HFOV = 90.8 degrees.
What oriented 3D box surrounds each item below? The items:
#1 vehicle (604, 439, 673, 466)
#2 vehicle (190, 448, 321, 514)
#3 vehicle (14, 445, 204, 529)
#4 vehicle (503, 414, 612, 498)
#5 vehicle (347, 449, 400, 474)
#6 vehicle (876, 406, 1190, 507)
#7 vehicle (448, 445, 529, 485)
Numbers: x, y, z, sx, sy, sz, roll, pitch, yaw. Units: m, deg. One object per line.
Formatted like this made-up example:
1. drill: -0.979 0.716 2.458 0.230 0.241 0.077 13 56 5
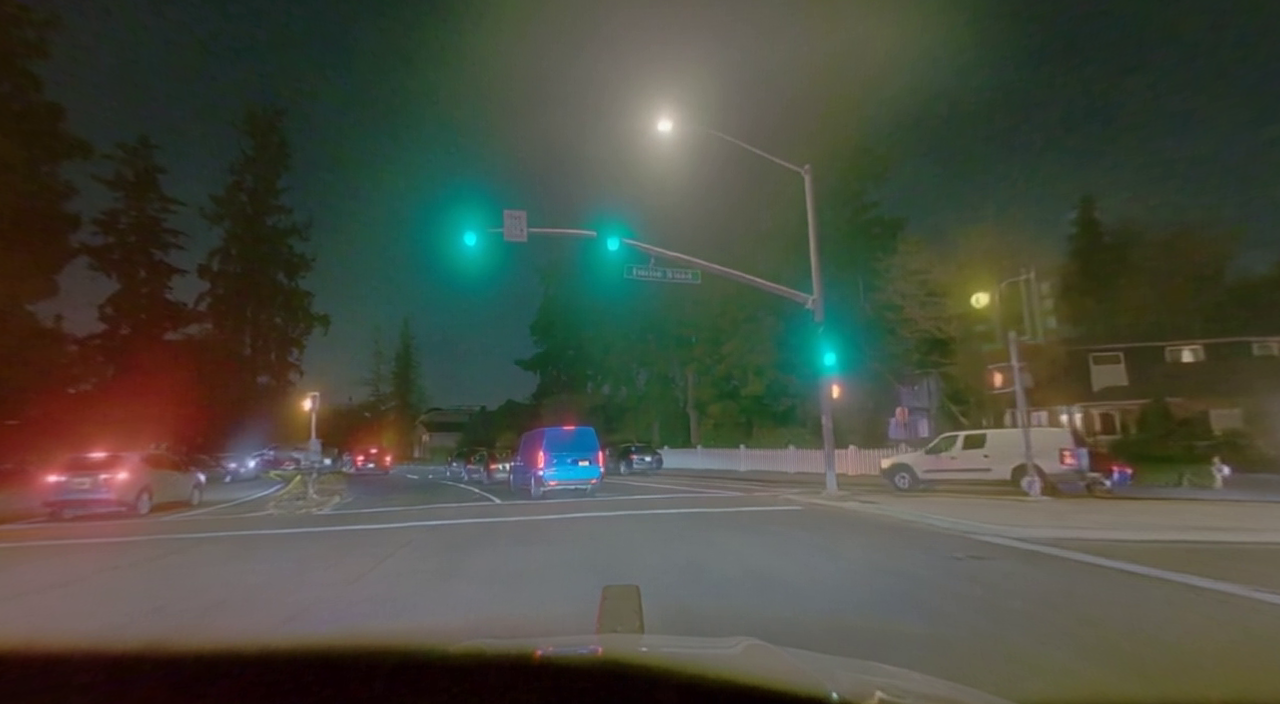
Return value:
1. vehicle: -0.081 6.838 43.249 4.559 1.754 1.985 8 -12 -42
2. vehicle: -9.877 3.280 16.651 1.952 1.461 4.377 3 -9 -18
3. vehicle: -13.222 3.288 16.196 2.078 1.783 4.670 3 -9 -19
4. vehicle: -2.599 3.045 18.783 2.213 2.124 4.809 3 -9 -19
5. vehicle: -17.425 7.078 41.178 1.911 1.493 4.291 7 -11 -39
6. vehicle: 9.512 2.581 15.882 2.514 2.026 6.104 8 -12 -43
7. vehicle: -6.223 4.501 25.570 2.008 1.445 4.386 5 -10 -29
